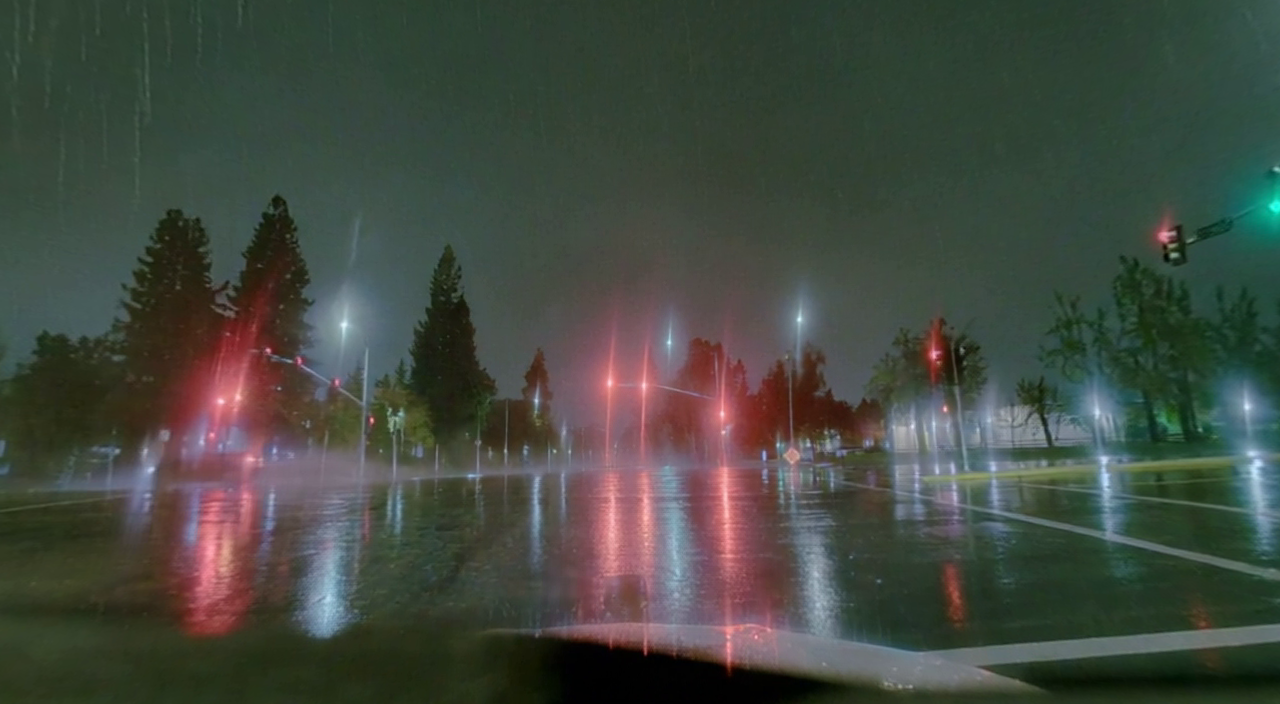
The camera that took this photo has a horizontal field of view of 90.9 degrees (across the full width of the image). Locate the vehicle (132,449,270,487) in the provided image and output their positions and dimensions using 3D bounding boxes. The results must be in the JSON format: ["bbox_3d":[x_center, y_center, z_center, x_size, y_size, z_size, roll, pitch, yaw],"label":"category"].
[{"bbox_3d":[-23.476,6.197,33.878,5.762,1.886,2.241,0,-8,2],"label":"vehicle"}]

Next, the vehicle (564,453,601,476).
[{"bbox_3d":[-4.481,8.844,49.831,2.030,1.704,4.205,-1,-8,7],"label":"vehicle"}]
